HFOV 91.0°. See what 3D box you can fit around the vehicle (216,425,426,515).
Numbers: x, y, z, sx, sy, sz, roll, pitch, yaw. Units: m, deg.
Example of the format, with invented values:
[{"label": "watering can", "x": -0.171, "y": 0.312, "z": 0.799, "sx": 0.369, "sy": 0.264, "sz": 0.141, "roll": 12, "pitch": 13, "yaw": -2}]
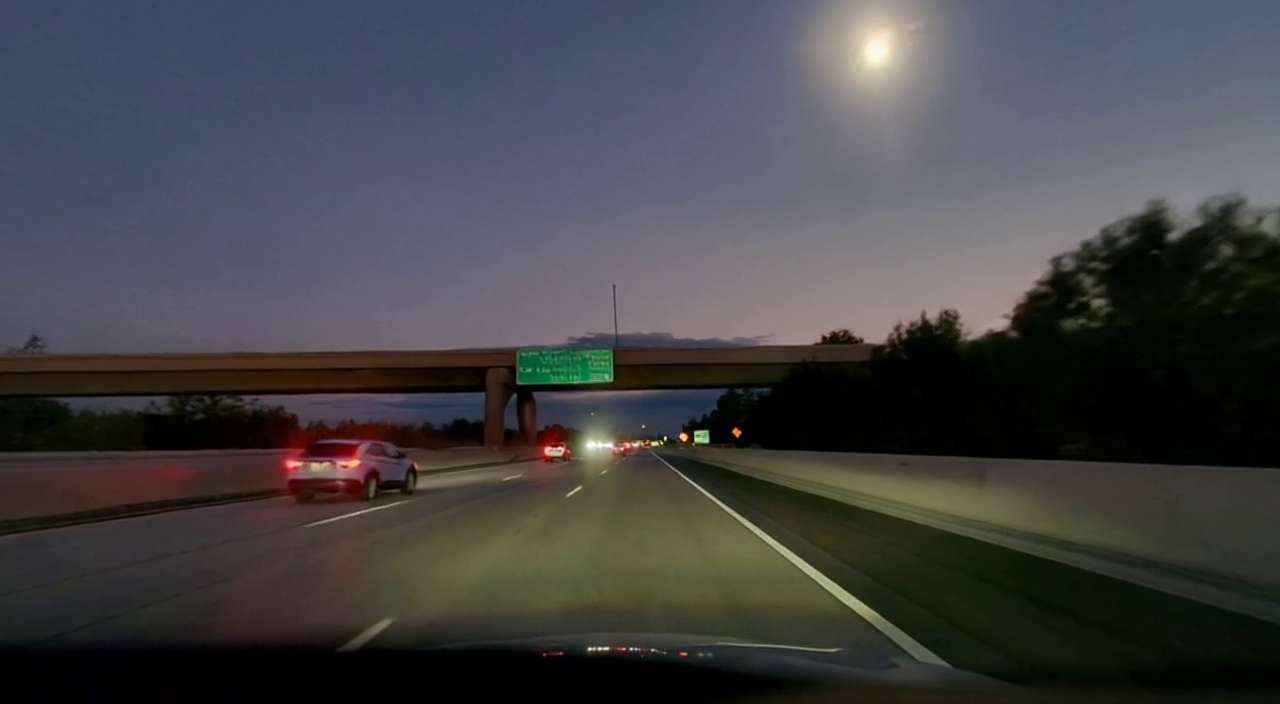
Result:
[{"label": "vehicle", "x": -6.993, "y": 2.641, "z": 14.659, "sx": 2.169, "sy": 1.701, "sz": 5.113, "roll": 0, "pitch": -8, "yaw": 0}]
